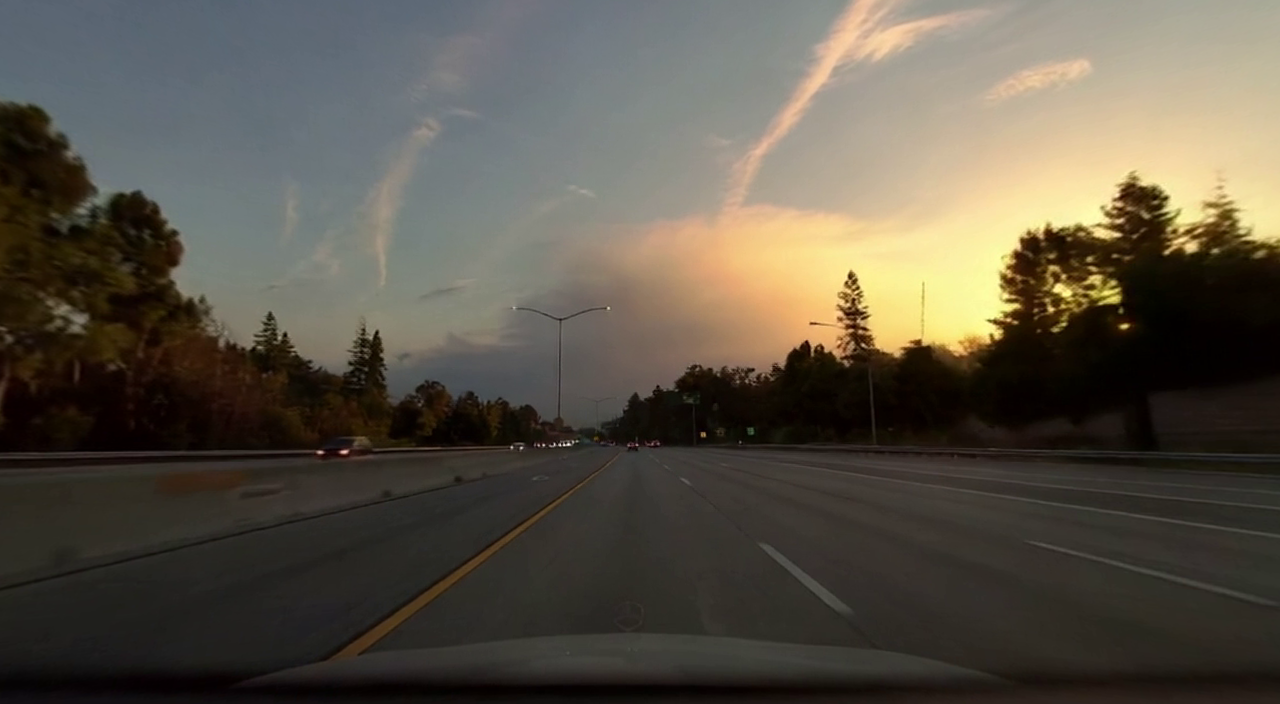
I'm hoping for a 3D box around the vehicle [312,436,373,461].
[{"bbox_3d":[-22.128,7.185,47.116,2.215,1.729,4.730,0,-8,0],"label":"vehicle"}]
